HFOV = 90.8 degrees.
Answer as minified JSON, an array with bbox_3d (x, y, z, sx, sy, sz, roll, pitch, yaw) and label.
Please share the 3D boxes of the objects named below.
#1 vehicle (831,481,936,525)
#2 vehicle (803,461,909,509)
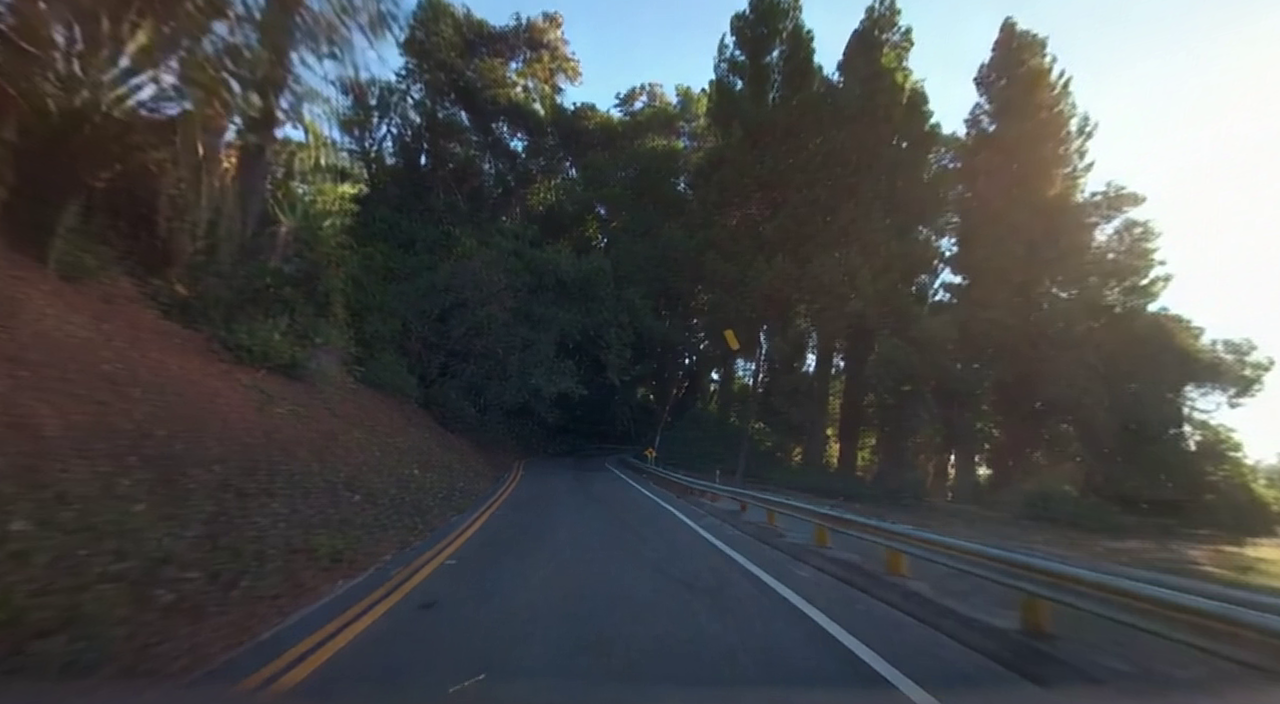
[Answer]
[{"bbox_3d":[10.522,6.536,27.532,3.934,1.414,1.895,4,-11,9],"label":"vehicle"},{"bbox_3d":[10.276,6.381,30.317,4.547,1.929,2.008,-5,-8,17],"label":"vehicle"}]
